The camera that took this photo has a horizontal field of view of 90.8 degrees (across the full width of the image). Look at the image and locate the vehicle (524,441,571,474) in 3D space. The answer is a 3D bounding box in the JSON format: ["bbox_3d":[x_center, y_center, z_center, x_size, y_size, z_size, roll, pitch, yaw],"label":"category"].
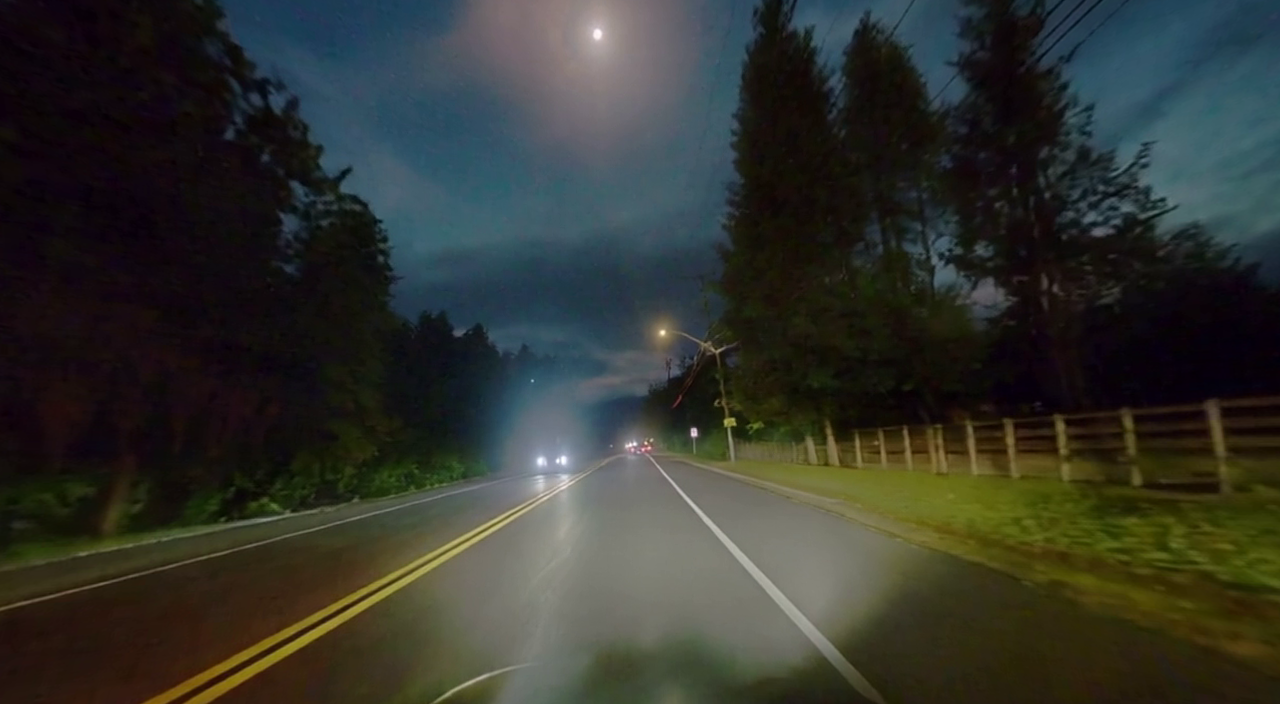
[{"bbox_3d":[-5.184,5.975,35.857,1.998,1.724,4.296,0,-9,0],"label":"vehicle"}]
